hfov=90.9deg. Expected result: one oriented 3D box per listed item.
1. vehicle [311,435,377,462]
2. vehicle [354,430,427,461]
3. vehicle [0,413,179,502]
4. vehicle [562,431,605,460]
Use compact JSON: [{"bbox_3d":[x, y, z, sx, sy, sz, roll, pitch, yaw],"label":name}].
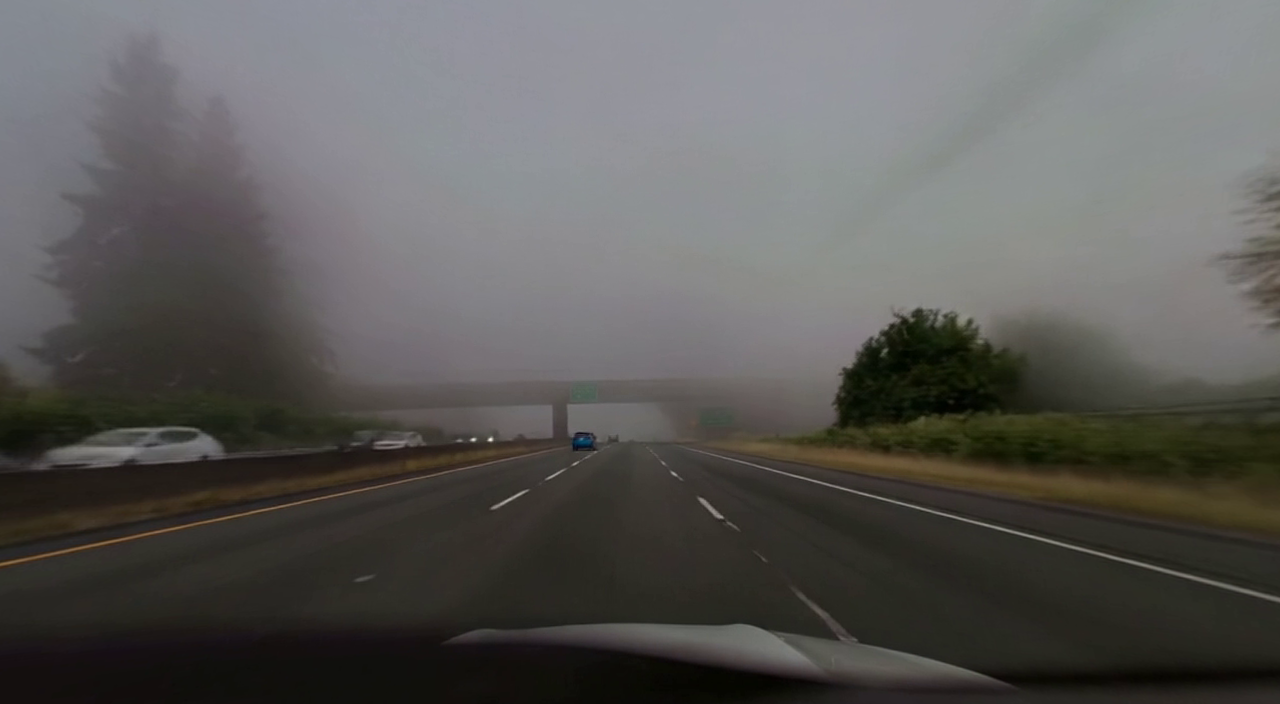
[{"bbox_3d":[-17.542,5.728,37.549,1.839,1.484,4.240,0,-8,0],"label":"vehicle"},{"bbox_3d":[-13.624,5.115,34.761,2.078,1.600,4.755,0,-8,0],"label":"vehicle"},{"bbox_3d":[-13.114,2.285,14.042,1.945,1.658,4.898,0,-8,0],"label":"vehicle"},{"bbox_3d":[-3.323,5.582,37.838,2.086,1.624,4.607,0,-8,1],"label":"vehicle"}]
